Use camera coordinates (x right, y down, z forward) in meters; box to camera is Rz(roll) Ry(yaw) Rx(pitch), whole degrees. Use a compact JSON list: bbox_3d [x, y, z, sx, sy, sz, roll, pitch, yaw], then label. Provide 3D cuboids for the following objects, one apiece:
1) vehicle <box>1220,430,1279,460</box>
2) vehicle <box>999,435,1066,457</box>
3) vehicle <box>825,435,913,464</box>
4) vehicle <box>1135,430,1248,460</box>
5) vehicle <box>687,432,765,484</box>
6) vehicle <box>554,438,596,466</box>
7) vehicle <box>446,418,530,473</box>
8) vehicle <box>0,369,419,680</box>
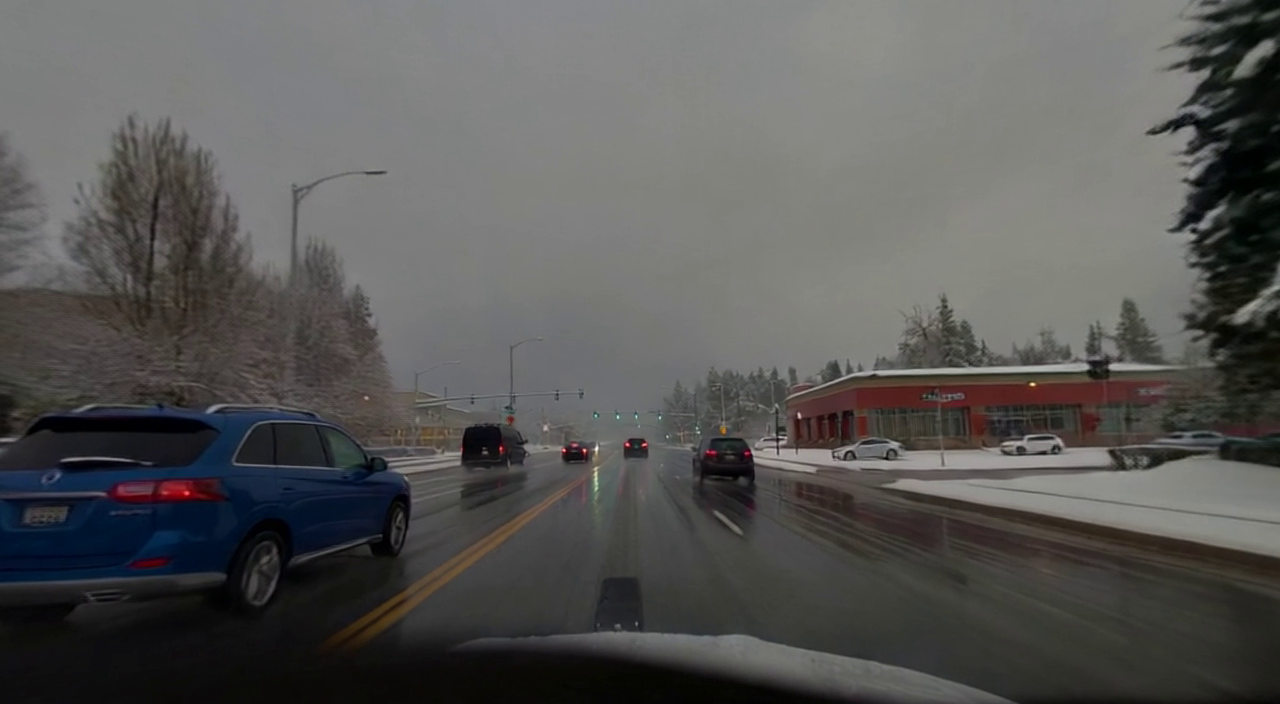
[{"bbox_3d":[33.237,4.866,32.795,1.817,1.503,4.238,0,-9,-1],"label":"vehicle"},{"bbox_3d":[27.714,6.691,44.638,1.768,1.460,4.677,0,-9,0],"label":"vehicle"},{"bbox_3d":[14.418,6.176,39.766,4.626,1.562,2.159,-2,-8,-2],"label":"vehicle"},{"bbox_3d":[28.093,4.769,32.256,1.760,1.431,4.343,0,-9,-2],"label":"vehicle"},{"bbox_3d":[3.161,4.031,24.224,2.167,1.792,4.835,0,-9,-2],"label":"vehicle"},{"bbox_3d":[-4.075,6.412,40.445,2.133,1.677,4.727,0,-9,1],"label":"vehicle"},{"bbox_3d":[-7.743,4.884,32.892,2.863,2.592,6.410,0,-9,-1],"label":"vehicle"},{"bbox_3d":[-3.818,1.285,5.771,2.038,1.748,4.303,0,-9,-1],"label":"vehicle"}]
